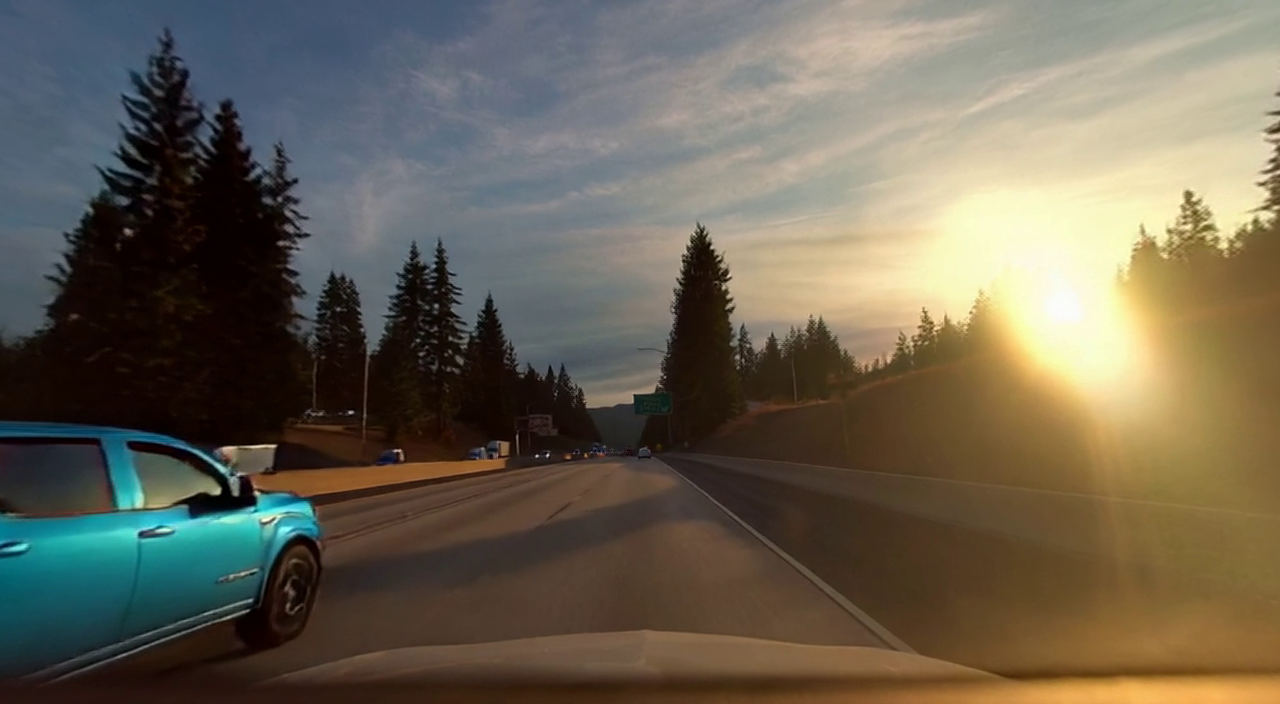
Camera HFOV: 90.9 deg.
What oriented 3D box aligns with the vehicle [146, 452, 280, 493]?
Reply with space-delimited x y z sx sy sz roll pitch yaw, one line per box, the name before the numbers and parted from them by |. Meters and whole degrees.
vehicle | -23.356 6.566 35.011 2.630 1.897 6.749 0 -8 1
